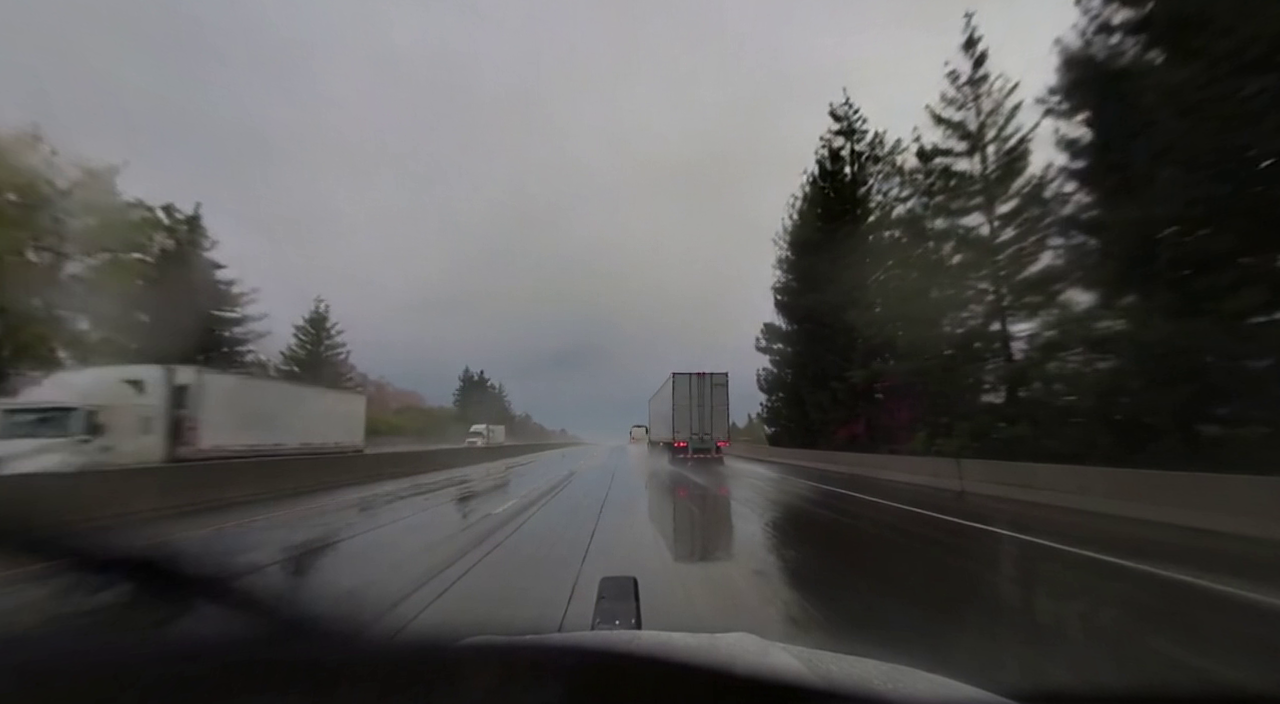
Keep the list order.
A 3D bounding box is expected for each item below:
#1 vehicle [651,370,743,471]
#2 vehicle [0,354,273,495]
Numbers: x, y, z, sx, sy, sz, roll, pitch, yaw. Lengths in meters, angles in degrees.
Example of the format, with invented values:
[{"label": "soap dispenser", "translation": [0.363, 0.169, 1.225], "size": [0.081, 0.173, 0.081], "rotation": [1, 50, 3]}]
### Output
[{"label": "vehicle", "translation": [2.441, 3.725, 32.727], "size": [2.905, 4.080, 14.157], "rotation": [0, -8, -2]}, {"label": "vehicle", "translation": [-16.084, 2.467, 21.060], "size": [3.034, 3.819, 7.828], "rotation": [0, -8, -2]}]
